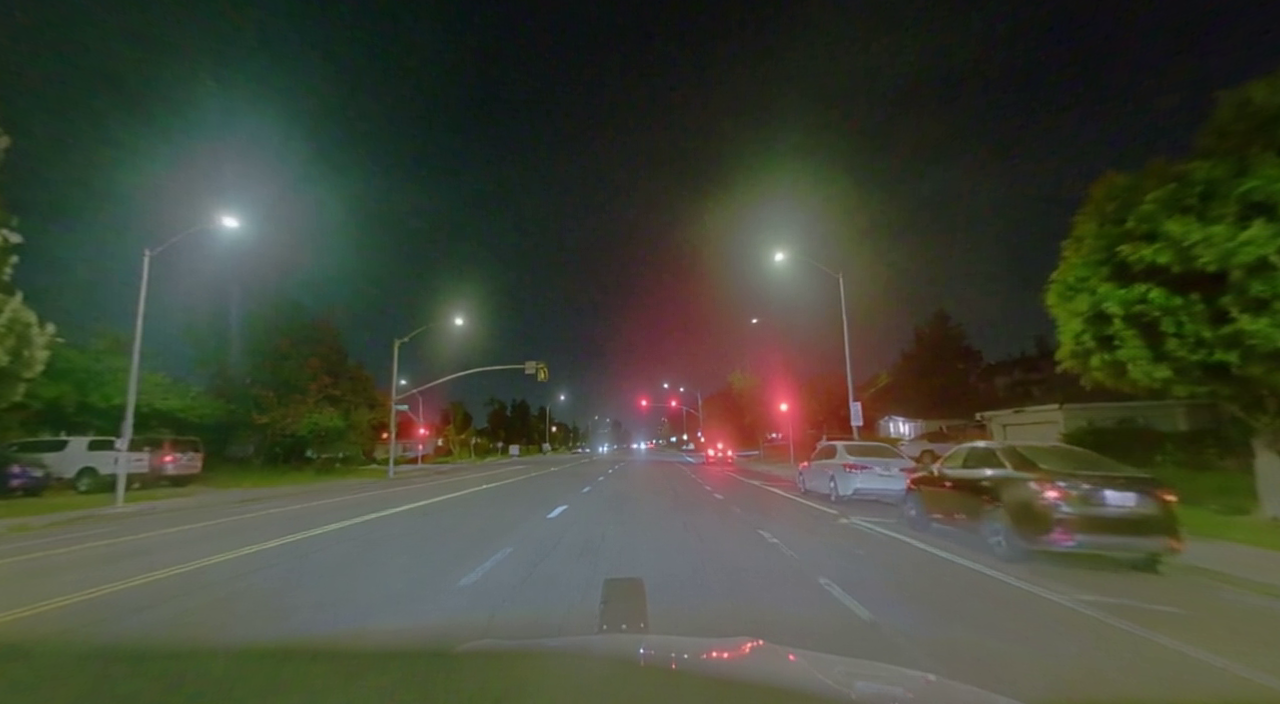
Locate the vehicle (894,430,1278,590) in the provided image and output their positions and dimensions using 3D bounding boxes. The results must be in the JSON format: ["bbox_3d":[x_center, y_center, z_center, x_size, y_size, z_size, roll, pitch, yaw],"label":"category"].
[{"bbox_3d":[5.056,1.797,8.083,1.895,1.487,4.176,0,-8,1],"label":"vehicle"}]

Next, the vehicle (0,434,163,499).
[{"bbox_3d":[-19.615,3.856,21.484,4.852,2.017,2.342,-1,-8,4],"label":"vehicle"}]

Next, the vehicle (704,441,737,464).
[{"bbox_3d":[5.922,7.449,46.844,1.950,1.567,4.083,0,-8,1],"label":"vehicle"}]

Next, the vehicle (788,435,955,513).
[{"bbox_3d":[5.186,2.786,14.973,1.997,1.521,4.747,0,-8,-3],"label":"vehicle"}]
